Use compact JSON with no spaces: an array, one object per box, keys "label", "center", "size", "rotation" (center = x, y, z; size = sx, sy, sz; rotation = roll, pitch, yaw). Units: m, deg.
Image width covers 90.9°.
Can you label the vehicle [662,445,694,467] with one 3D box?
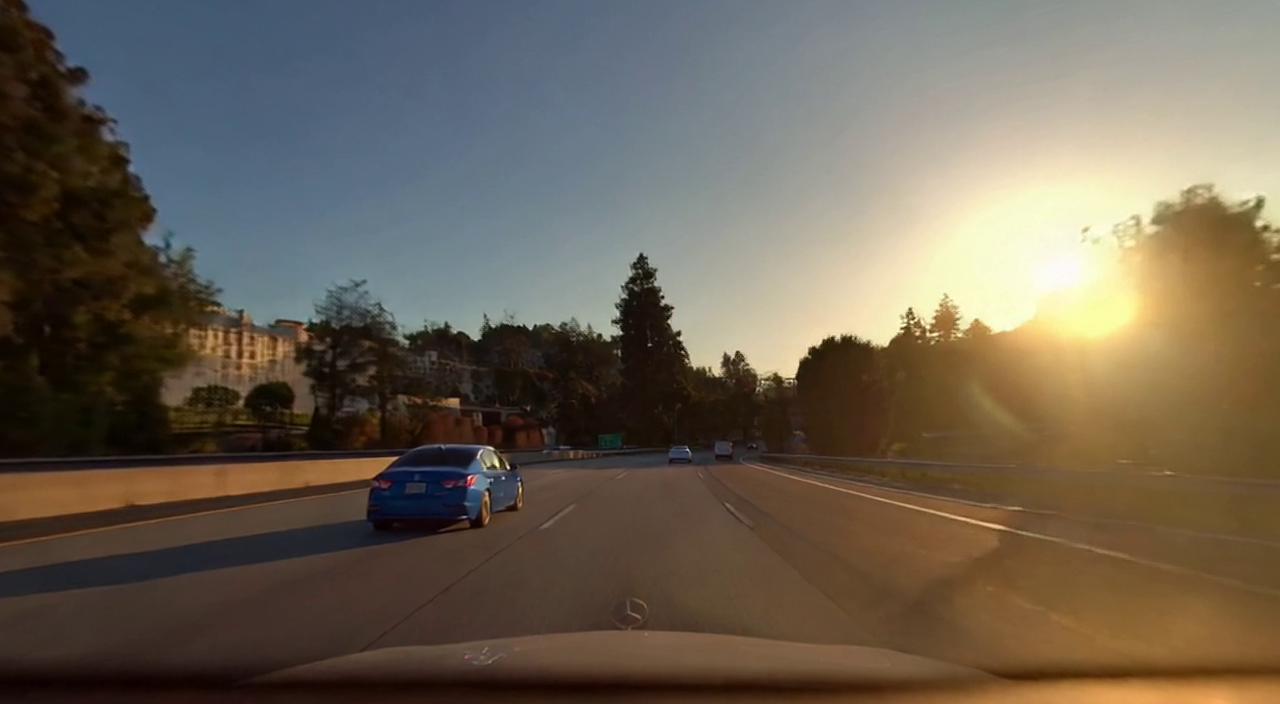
[{"label":"vehicle","center":[2.673,7.309,44.318],"size":[2.158,1.458,3.656],"rotation":[-1,-9,4]}]

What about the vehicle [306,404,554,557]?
[{"label":"vehicle","center":[-2.867,1.918,10.096],"size":[2.185,1.823,4.854],"rotation":[0,-9,2]}]
